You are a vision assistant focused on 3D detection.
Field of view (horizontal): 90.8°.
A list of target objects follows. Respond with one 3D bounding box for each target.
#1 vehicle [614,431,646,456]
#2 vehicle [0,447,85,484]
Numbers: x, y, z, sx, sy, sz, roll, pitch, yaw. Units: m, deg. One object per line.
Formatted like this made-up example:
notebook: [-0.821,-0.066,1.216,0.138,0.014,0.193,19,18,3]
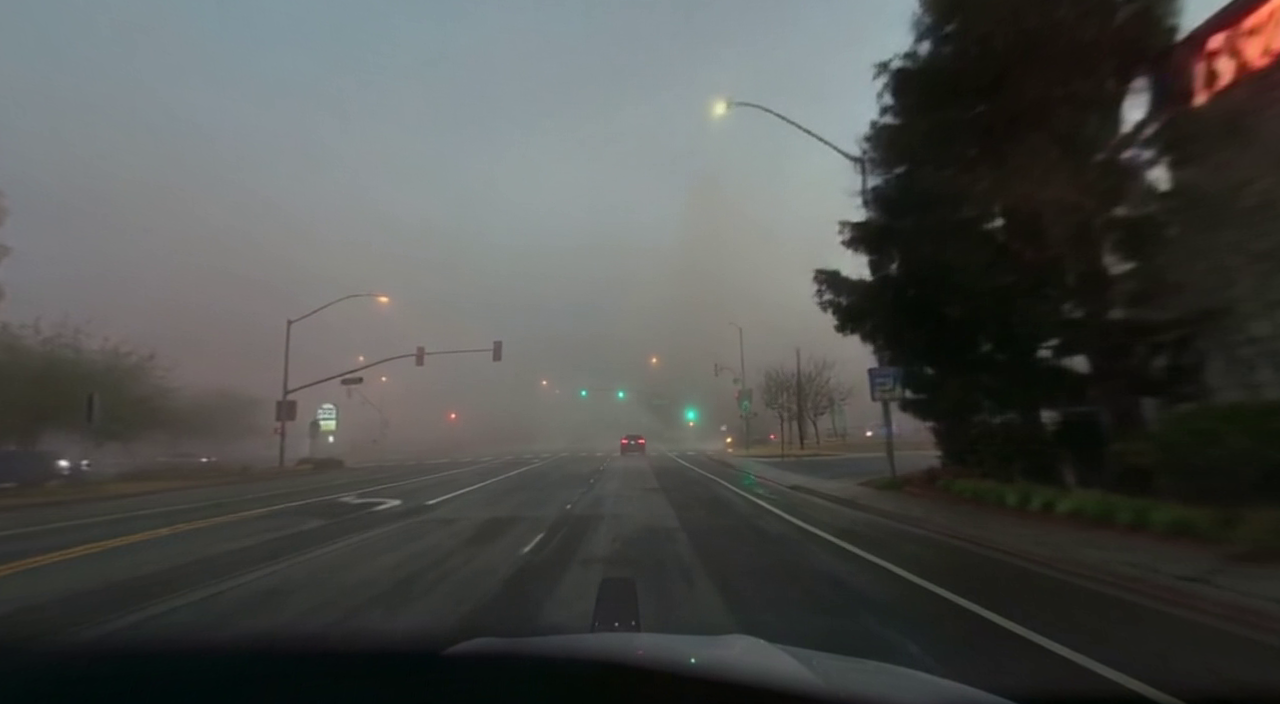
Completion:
vehicle: [-0.693,6.283,43.249,2.024,1.628,4.774,0,-8,-1]
vehicle: [-30.608,5.497,30.747,5.136,1.723,1.953,0,-9,-3]
